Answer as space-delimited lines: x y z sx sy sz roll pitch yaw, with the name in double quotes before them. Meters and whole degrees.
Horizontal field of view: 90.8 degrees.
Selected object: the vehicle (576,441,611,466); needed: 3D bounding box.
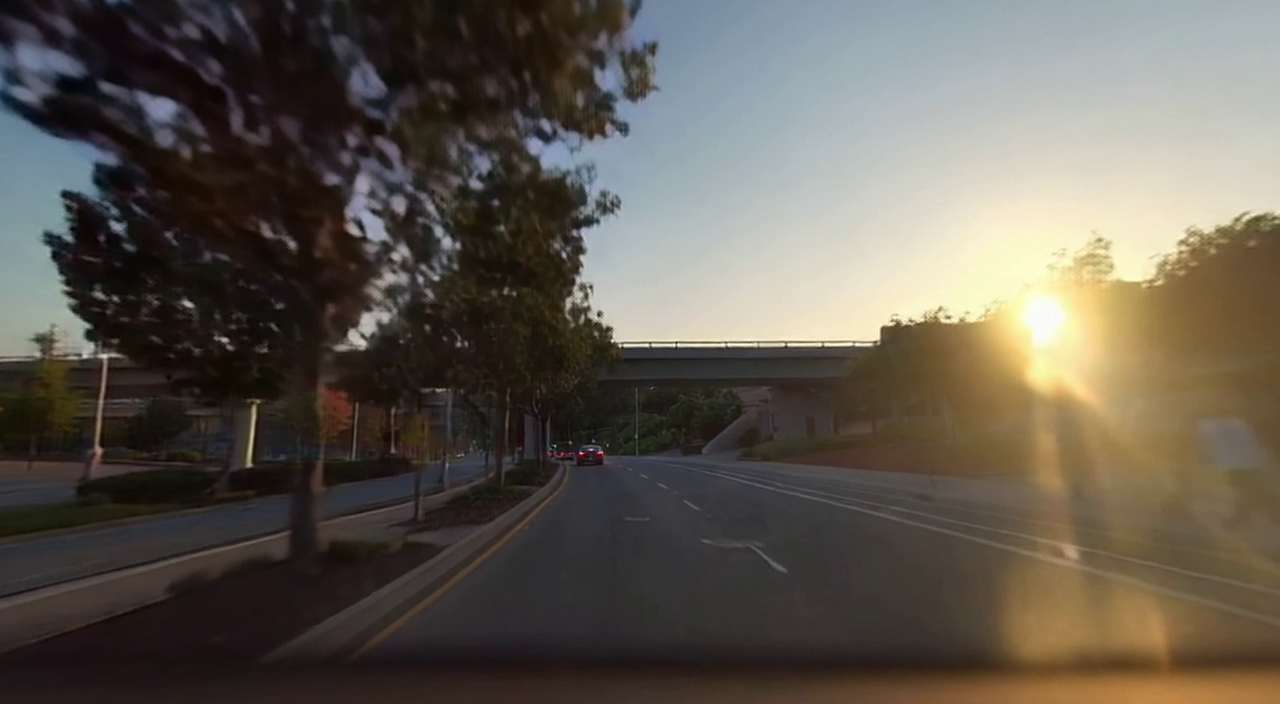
"vehicle" -3.371 7.269 45.324 2.184 1.713 4.231 1 -9 -9
